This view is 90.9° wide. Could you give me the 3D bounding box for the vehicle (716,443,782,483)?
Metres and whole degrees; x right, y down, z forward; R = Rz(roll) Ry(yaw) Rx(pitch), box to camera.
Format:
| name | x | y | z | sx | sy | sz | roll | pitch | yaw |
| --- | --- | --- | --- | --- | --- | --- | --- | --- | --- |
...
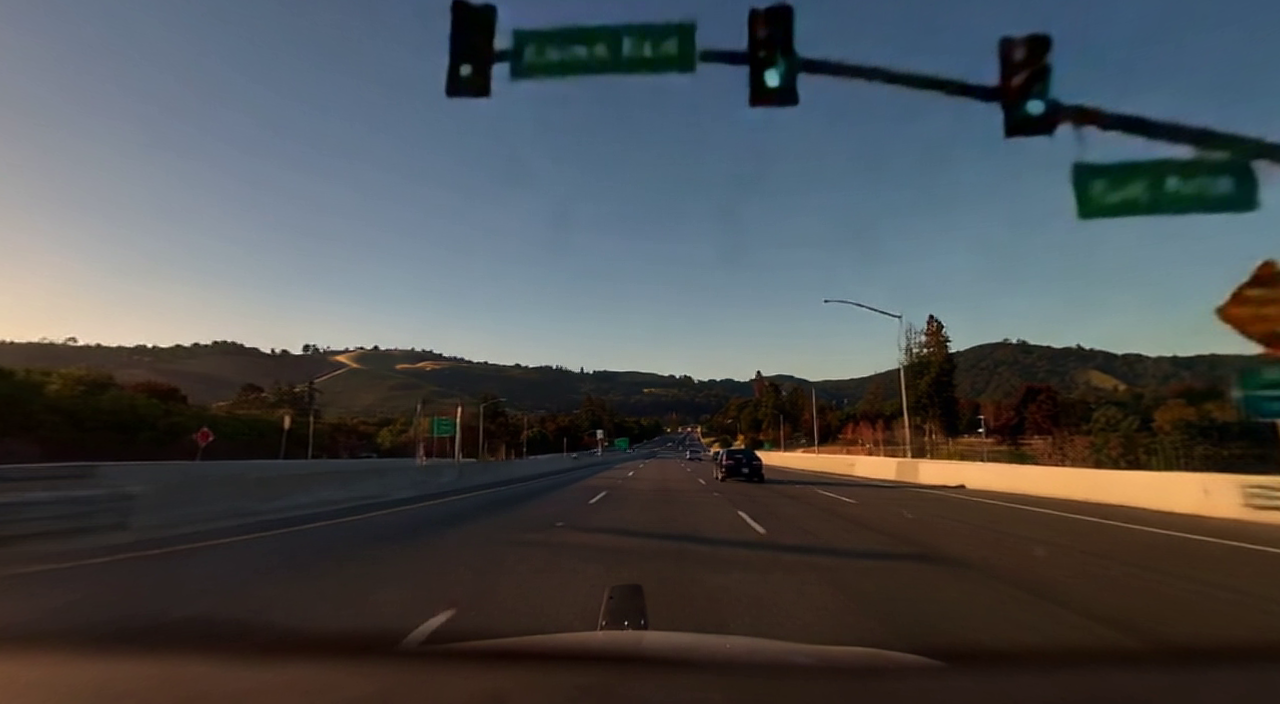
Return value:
| name | x | y | z | sx | sy | sz | roll | pitch | yaw |
| --- | --- | --- | --- | --- | --- | --- | --- | --- | --- |
| vehicle | 4.331 | 4.453 | 25.688 | 1.916 | 1.469 | 4.481 | 0 | -8 | 0 |
